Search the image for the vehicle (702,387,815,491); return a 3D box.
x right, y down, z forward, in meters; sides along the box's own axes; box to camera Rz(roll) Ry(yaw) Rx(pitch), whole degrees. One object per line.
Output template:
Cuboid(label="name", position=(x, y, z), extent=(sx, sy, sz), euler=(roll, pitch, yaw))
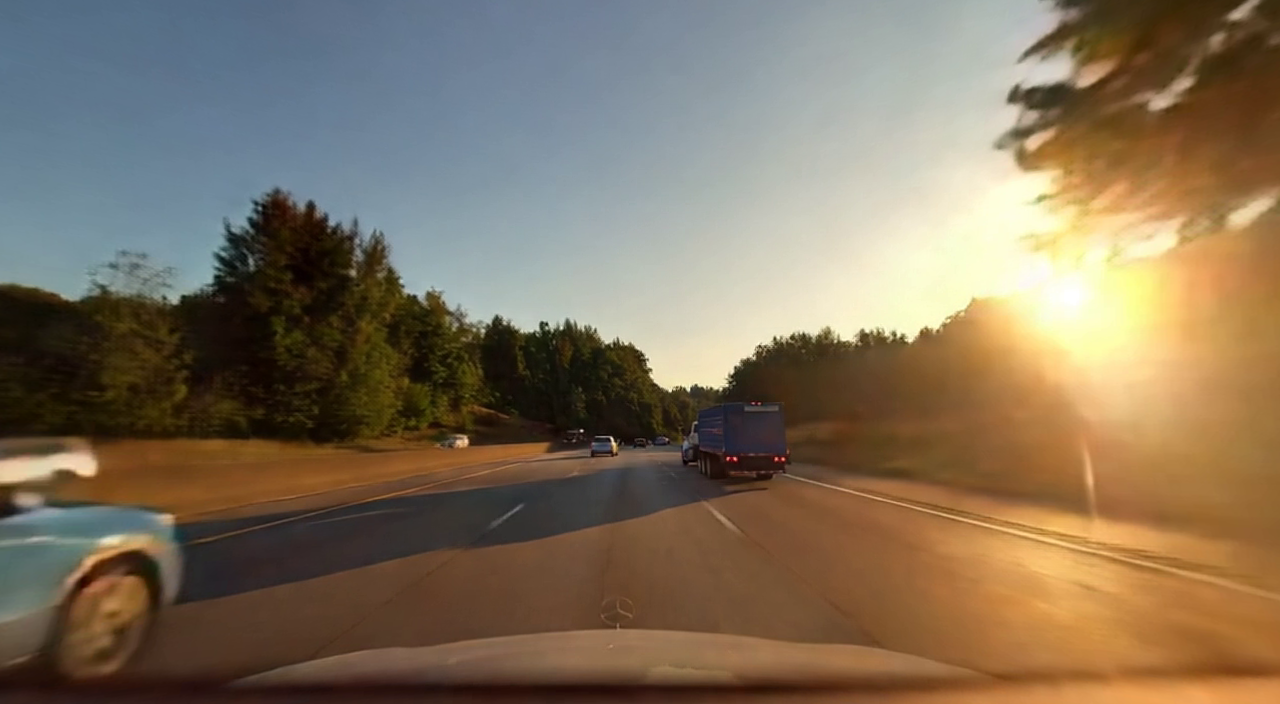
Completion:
Cuboid(label="vehicle", position=(3.136, 2.418, 17.692), extent=(2.256, 2.568, 4.049), euler=(0, -8, -1))

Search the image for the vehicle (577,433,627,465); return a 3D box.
Cuboid(label="vehicle", position=(-1.882, 5.036, 33.033), extent=(2.195, 1.529, 4.572), euler=(0, -8, 2))

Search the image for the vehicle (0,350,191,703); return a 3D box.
Cuboid(label="vehicle", position=(-3.125, 0.625, 0.852), extent=(2.008, 1.588, 4.147), euler=(0, -8, -1))
